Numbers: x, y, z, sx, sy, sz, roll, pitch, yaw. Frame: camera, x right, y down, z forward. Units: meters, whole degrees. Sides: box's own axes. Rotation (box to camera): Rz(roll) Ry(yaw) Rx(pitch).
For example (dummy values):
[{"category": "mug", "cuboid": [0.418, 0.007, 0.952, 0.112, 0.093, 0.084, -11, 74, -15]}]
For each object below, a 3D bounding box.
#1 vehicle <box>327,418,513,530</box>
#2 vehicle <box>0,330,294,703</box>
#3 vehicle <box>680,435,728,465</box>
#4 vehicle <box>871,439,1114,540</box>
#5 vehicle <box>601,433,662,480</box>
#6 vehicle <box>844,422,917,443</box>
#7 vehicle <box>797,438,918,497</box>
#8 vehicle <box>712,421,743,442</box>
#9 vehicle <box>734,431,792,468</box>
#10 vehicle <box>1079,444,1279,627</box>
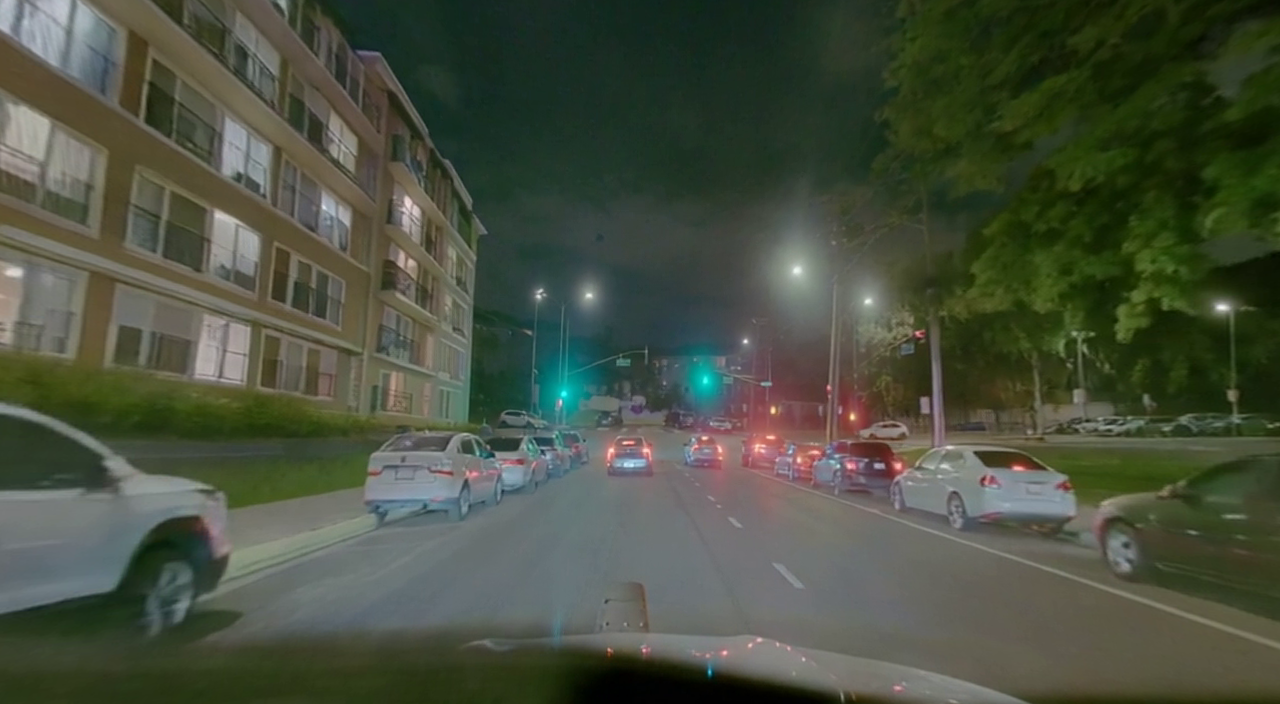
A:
[{"category": "vehicle", "cuboid": [-3.683, 2.103, 11.390, 1.831, 1.650, 3.852, 0, -8, 2]}, {"category": "vehicle", "cuboid": [-3.680, 0.805, 2.704, 1.975, 1.759, 4.250, 0, -8, -1]}, {"category": "vehicle", "cuboid": [3.235, 5.084, 32.823, 2.055, 1.450, 4.676, 0, -8, 0]}, {"category": "vehicle", "cuboid": [6.211, 2.435, 11.914, 1.980, 1.518, 4.526, 0, -8, 0]}, {"category": "vehicle", "cuboid": [-0.271, 3.626, 22.105, 1.923, 1.460, 3.923, 0, -8, 0]}, {"category": "vehicle", "cuboid": [18.317, 6.191, 48.113, 4.738, 1.537, 1.960, 0, -8, 2]}, {"category": "vehicle", "cuboid": [6.113, 3.292, 18.346, 1.938, 1.487, 4.371, 0, -8, 0]}, {"category": "vehicle", "cuboid": [6.538, 6.021, 47.656, 1.815, 1.519, 3.491, 0, -8, 0]}, {"category": "vehicle", "cuboid": [6.151, 4.931, 32.048, 1.999, 1.752, 4.502, 0, -8, 0]}, {"category": "vehicle", "cuboid": [6.160, 1.544, 5.425, 1.814, 1.490, 4.109, 0, -8, 1]}]
